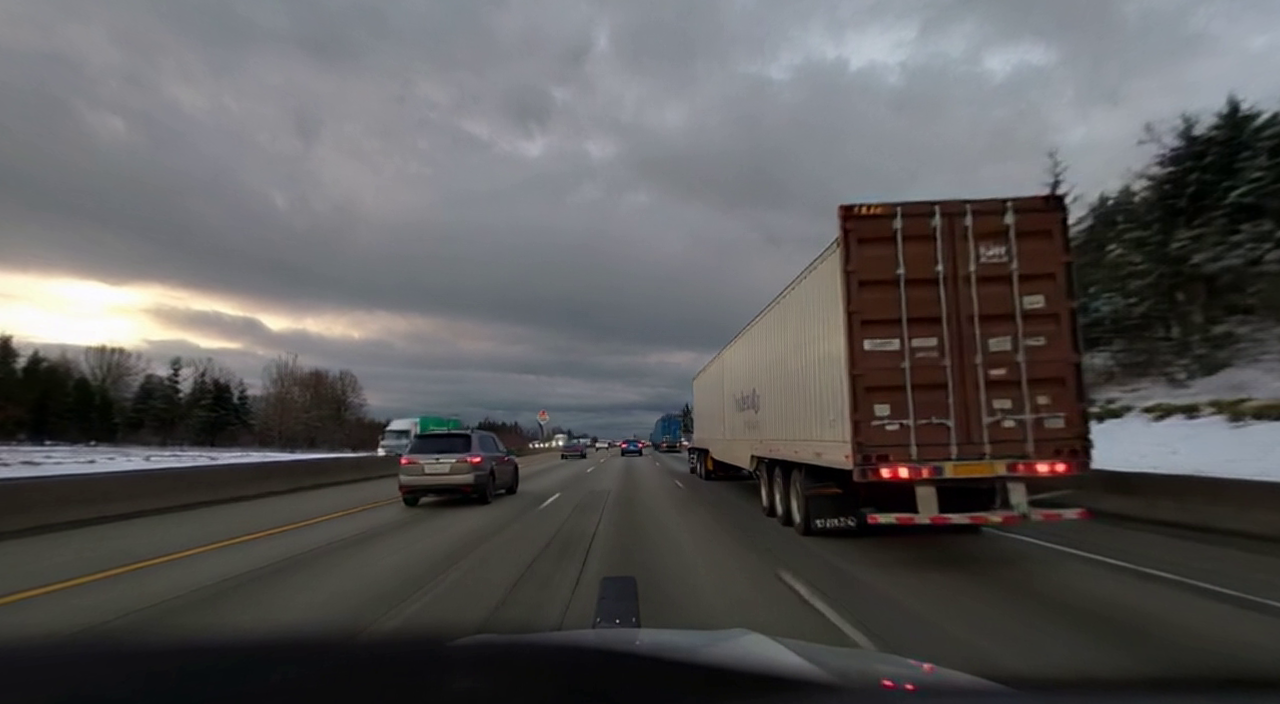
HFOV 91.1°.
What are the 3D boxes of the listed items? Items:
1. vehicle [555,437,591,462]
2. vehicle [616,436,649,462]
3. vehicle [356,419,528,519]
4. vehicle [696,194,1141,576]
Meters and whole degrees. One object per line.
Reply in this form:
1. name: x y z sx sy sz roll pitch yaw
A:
1. vehicle: -4.423 6.497 42.119 2.021 1.514 4.190 0 -8 0
2. vehicle: -0.498 6.379 41.635 2.088 1.567 4.240 0 -8 -1
3. vehicle: -3.739 2.265 12.863 2.054 1.671 4.445 0 -8 0
4. vehicle: 3.517 1.226 13.870 2.959 4.058 14.485 0 -8 -1
